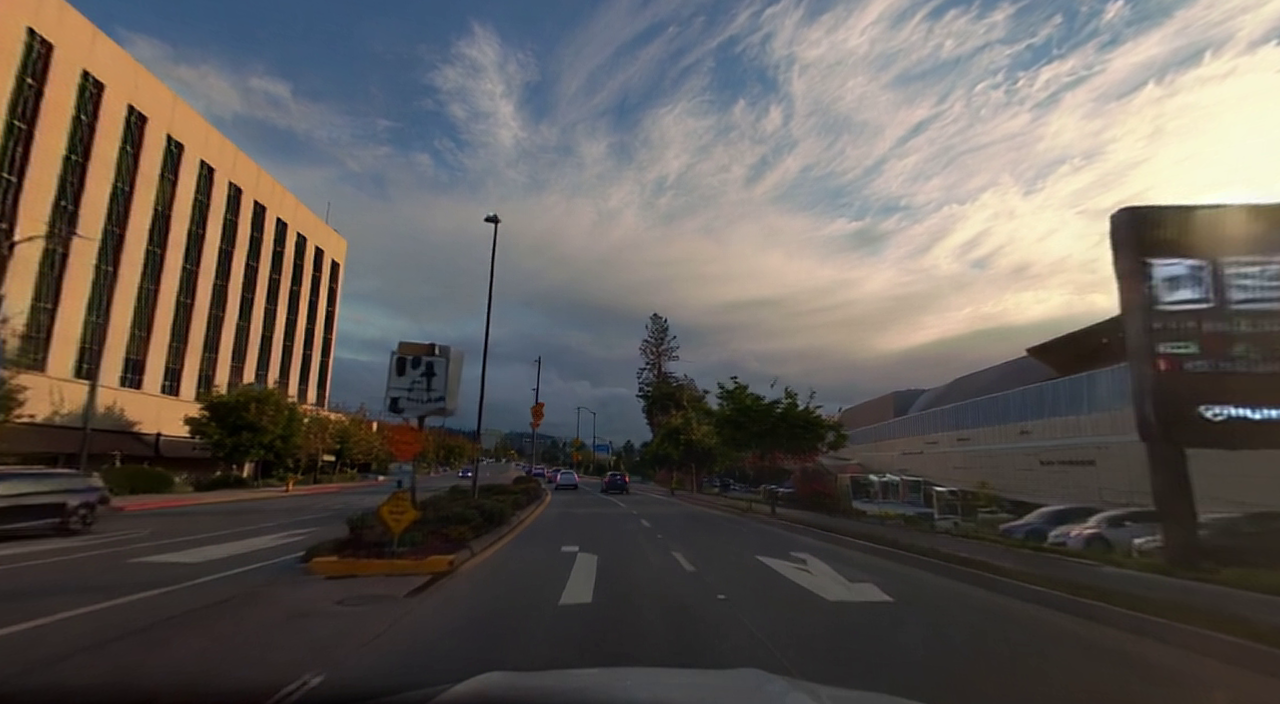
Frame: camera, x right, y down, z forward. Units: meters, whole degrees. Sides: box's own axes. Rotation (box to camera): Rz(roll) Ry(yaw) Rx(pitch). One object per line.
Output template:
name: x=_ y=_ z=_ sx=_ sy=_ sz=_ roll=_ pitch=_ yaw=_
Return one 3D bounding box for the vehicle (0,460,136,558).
vehicle: x=-10.604 y=2.475 z=10.116 sx=1.839 sy=1.456 sz=3.859 roll=1 pitch=-10 yaw=-3

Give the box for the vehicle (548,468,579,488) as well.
vehicle: x=-5.967 y=9.726 z=48.631 sx=2.005 sy=1.498 sz=3.643 roll=3 pitch=-11 yaw=-12

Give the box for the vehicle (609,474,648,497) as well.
vehicle: x=-0.705 y=7.733 z=36.493 sx=1.775 sy=1.186 sz=2.933 roll=3 pitch=-11 yaw=-11

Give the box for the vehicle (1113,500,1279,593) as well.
vehicle: x=11.956 y=3.647 z=11.945 sx=4.302 sy=1.456 sz=1.832 roll=0 pitch=-10 yaw=3
